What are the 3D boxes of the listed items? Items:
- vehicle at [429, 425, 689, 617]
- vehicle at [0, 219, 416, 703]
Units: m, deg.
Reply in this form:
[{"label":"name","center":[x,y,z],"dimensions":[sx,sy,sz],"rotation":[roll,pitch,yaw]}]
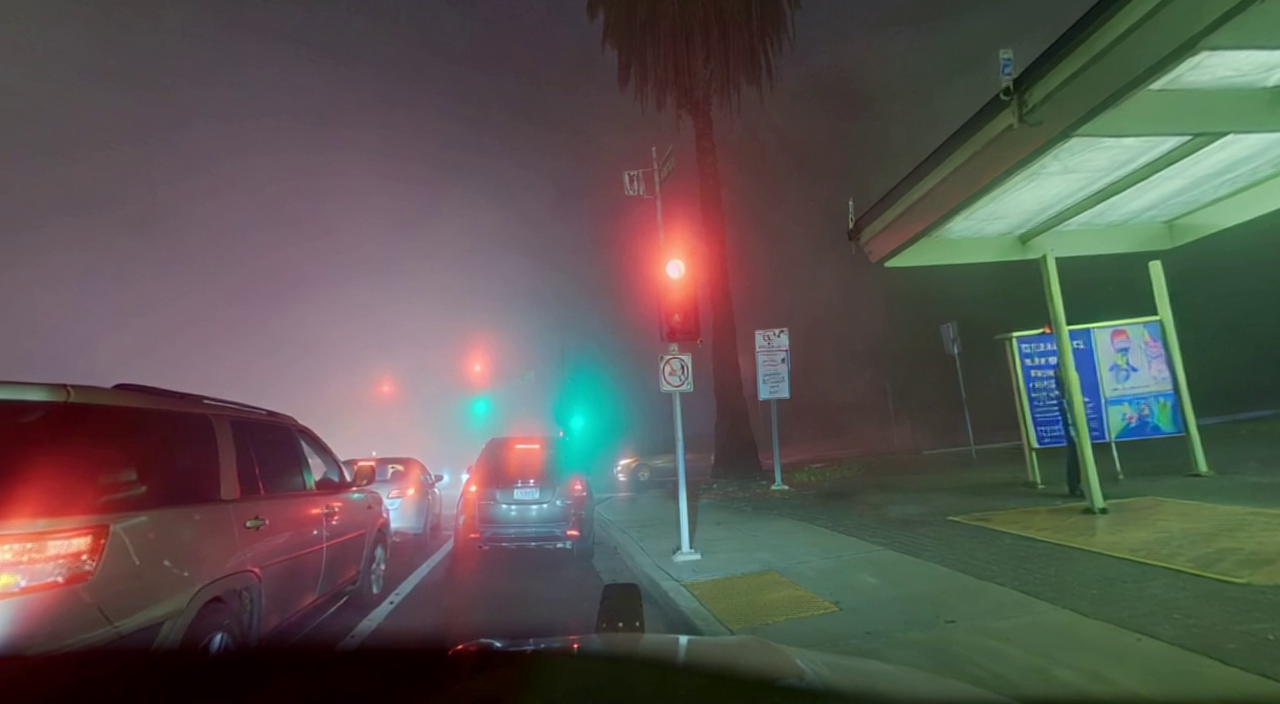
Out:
[{"label":"vehicle","center":[-1.029,1.651,7.231],"dimensions":[2.065,1.467,4.289],"rotation":[2,-9,-11]},{"label":"vehicle","center":[-2.768,0.903,3.212],"dimensions":[2.098,1.851,4.571],"rotation":[1,-9,-7]}]
